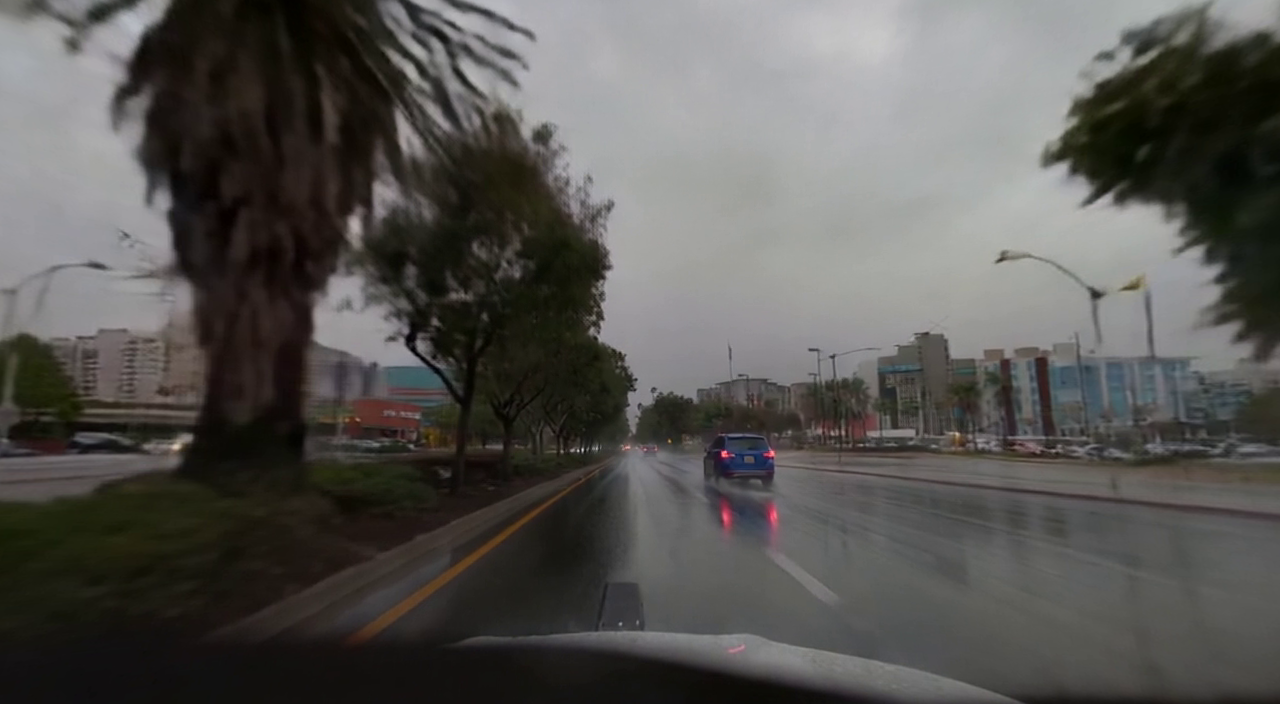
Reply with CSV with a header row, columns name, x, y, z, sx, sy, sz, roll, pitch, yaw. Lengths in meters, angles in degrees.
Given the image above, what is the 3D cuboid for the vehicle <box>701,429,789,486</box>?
name,x,y,z,sx,sy,sz,roll,pitch,yaw
vehicle,3.374,3.511,21.210,2.072,1.696,4.177,0,-8,-2

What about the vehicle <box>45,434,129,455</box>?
name,x,y,z,sx,sy,sz,roll,pitch,yaw
vehicle,-43.545,7.313,49.810,4.530,1.569,2.159,0,-8,1
